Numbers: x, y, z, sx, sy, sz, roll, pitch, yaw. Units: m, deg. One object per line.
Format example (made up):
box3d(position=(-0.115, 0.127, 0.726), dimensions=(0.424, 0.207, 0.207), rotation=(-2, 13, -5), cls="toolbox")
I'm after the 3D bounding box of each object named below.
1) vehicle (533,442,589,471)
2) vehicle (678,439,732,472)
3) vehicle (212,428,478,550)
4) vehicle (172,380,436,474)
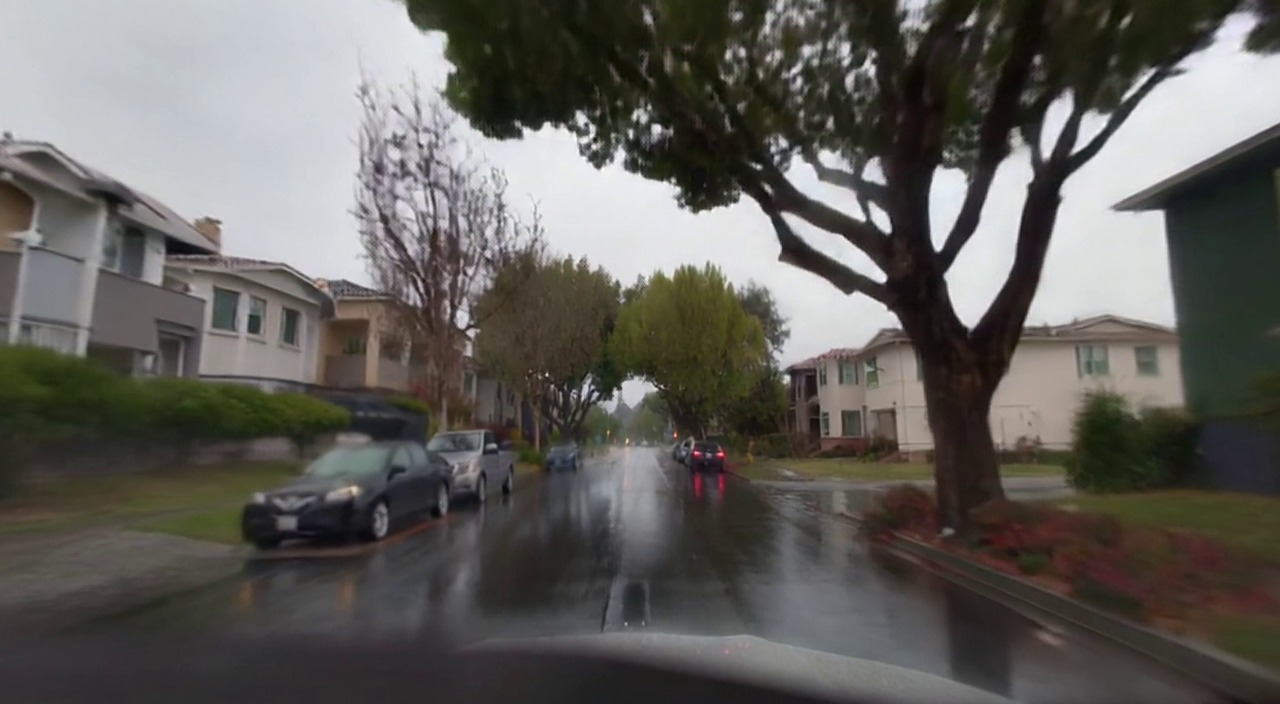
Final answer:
box3d(position=(-3.849, 5.180, 31.451), dimensions=(1.995, 1.330, 4.080), rotation=(0, -8, 3), cls="vehicle")
box3d(position=(3.104, 5.096, 31.255), dimensions=(2.000, 1.456, 5.251), rotation=(0, -8, -1), cls="vehicle")
box3d(position=(-4.342, 2.080, 10.337), dimensions=(2.086, 1.493, 4.582), rotation=(-1, -8, 1), cls="vehicle")
box3d(position=(-10.553, 2.444, 20.417), dimensions=(6.780, 2.770, 2.970), rotation=(0, -8, 1), cls="vehicle")
